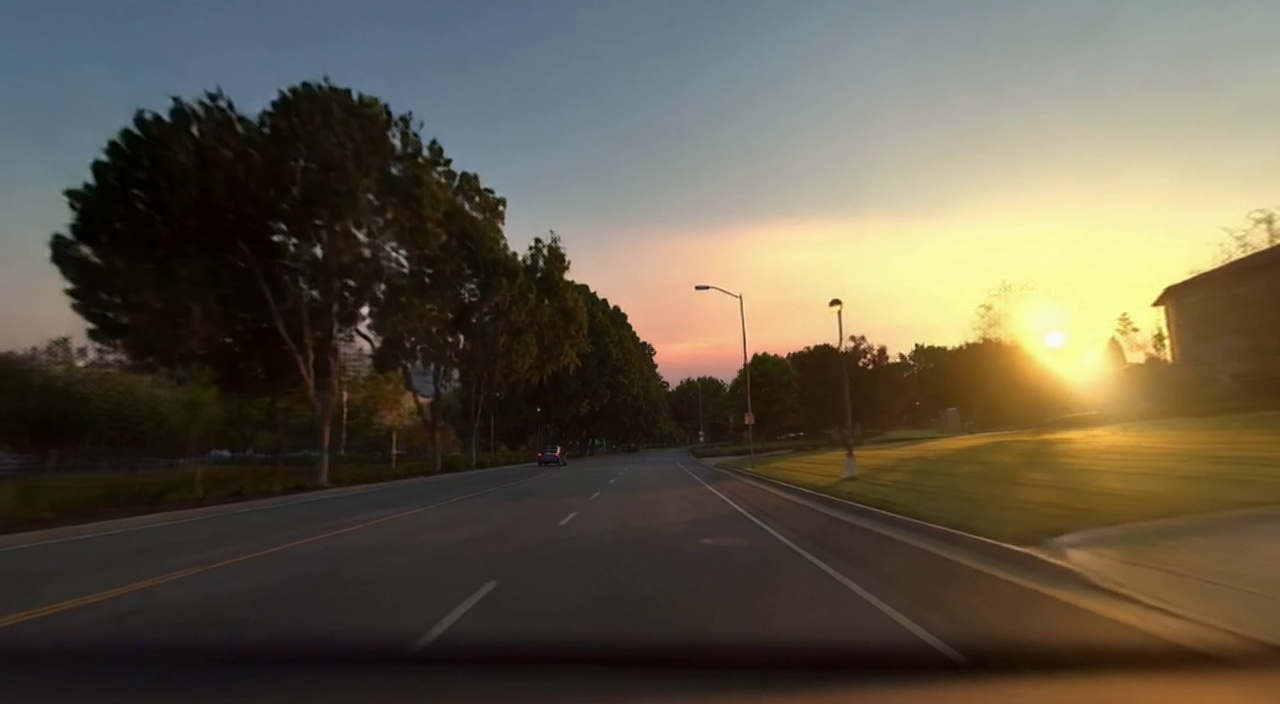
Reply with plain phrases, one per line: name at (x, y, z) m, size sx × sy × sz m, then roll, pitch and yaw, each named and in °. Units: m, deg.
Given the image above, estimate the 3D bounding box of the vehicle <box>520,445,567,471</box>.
vehicle at (-5.770, 6.364, 38.260) m, size 1.945 × 1.461 × 4.605 m, roll -1°, pitch -8°, yaw 2°
